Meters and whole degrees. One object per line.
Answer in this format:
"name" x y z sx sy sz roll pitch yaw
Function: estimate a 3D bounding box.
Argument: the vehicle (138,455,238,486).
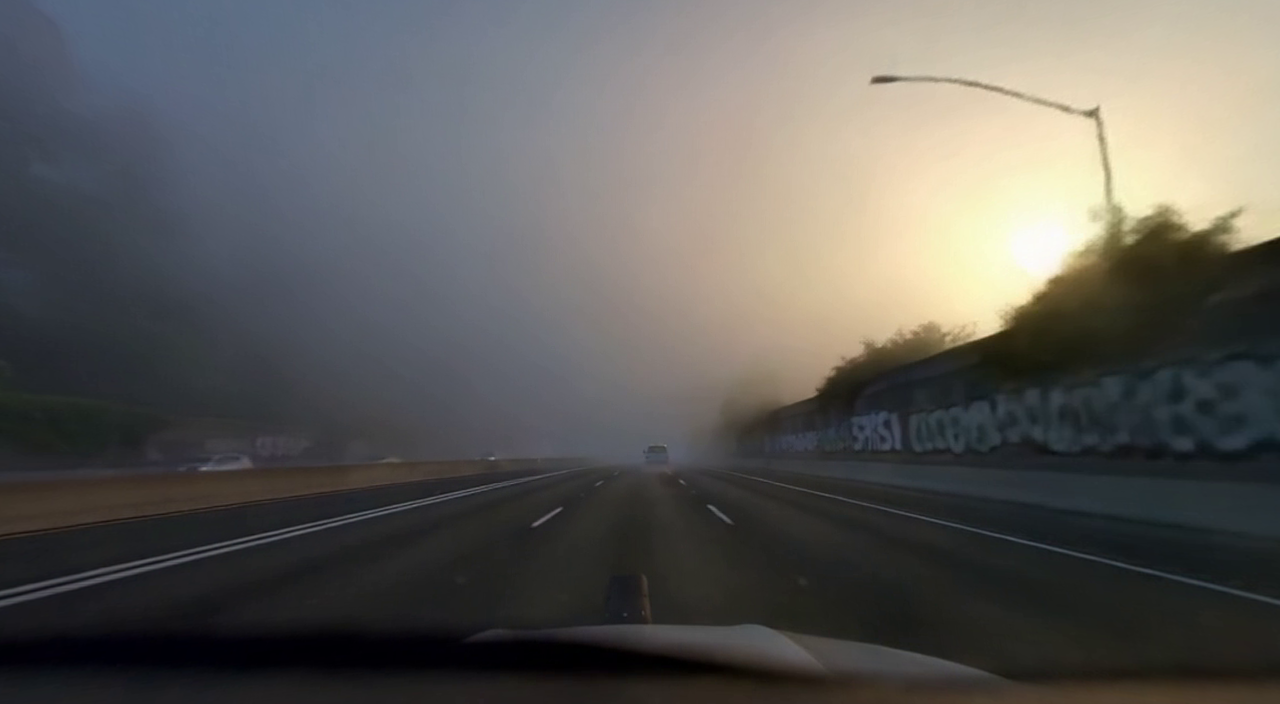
"vehicle" -23.452 6.144 32.938 1.807 1.439 4.372 -1 -9 3

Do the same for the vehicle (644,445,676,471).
"vehicle" 1.538 8.393 49.850 2.279 1.934 4.268 0 -9 -1
